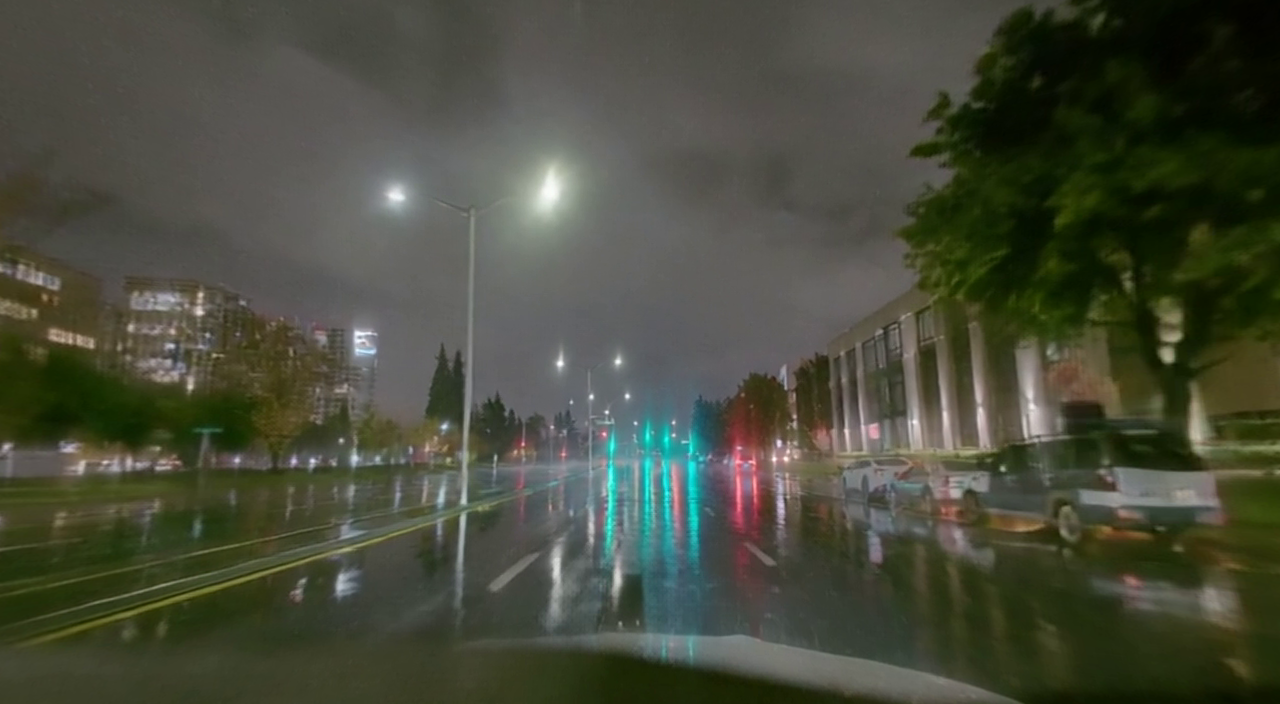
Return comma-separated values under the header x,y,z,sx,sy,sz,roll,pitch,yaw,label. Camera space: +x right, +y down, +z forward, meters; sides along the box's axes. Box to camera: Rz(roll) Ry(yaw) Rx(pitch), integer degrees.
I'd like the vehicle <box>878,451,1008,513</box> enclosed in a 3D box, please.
x,y,z,sx,sy,sz,roll,pitch,yaw,label
8.124,3.496,17.414,1.714,1.439,4.020,-1,-8,2,vehicle

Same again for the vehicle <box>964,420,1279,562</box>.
x,y,z,sx,sy,sz,roll,pitch,yaw,label
7.820,2.185,10.731,2.152,1.869,4.476,0,-8,-1,vehicle
